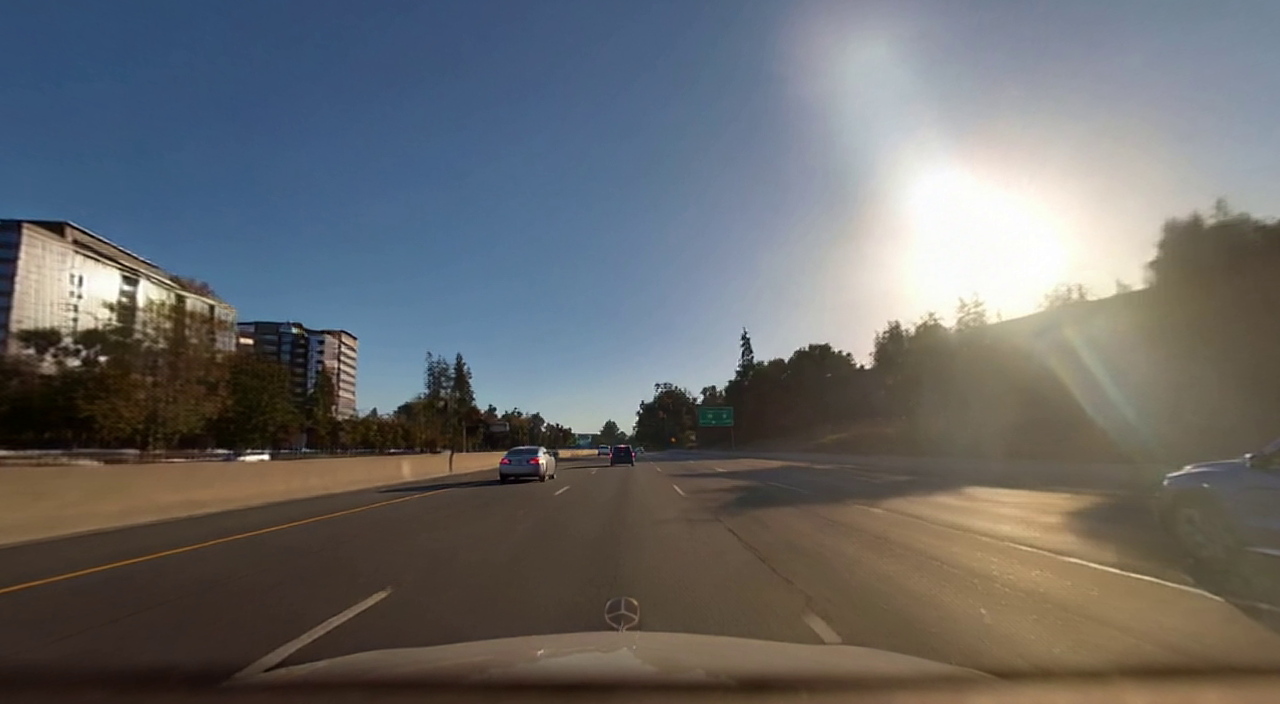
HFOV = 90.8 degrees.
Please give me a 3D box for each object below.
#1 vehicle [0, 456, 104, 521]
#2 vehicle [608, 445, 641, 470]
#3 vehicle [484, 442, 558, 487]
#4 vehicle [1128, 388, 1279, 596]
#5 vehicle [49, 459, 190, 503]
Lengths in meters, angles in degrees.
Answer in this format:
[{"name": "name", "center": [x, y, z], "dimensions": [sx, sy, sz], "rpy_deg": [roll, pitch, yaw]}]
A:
[{"name": "vehicle", "center": [-17.667, 3.716, 17.391], "dimensions": [2.089, 1.621, 4.267], "rpy_deg": [0, -9, -1]}, {"name": "vehicle", "center": [-1.007, 6.703, 40.192], "dimensions": [1.997, 1.485, 4.094], "rpy_deg": [0, -9, -1]}, {"name": "vehicle", "center": [-4.281, 4.116, 23.438], "dimensions": [1.886, 1.465, 4.625], "rpy_deg": [0, -9, 0]}, {"name": "vehicle", "center": [6.623, 1.108, 4.772], "dimensions": [2.028, 1.801, 4.741], "rpy_deg": [0, -9, 0]}, {"name": "vehicle", "center": [-21.403, 5.287, 26.279], "dimensions": [2.025, 1.513, 4.513], "rpy_deg": [0, -9, 0]}]
